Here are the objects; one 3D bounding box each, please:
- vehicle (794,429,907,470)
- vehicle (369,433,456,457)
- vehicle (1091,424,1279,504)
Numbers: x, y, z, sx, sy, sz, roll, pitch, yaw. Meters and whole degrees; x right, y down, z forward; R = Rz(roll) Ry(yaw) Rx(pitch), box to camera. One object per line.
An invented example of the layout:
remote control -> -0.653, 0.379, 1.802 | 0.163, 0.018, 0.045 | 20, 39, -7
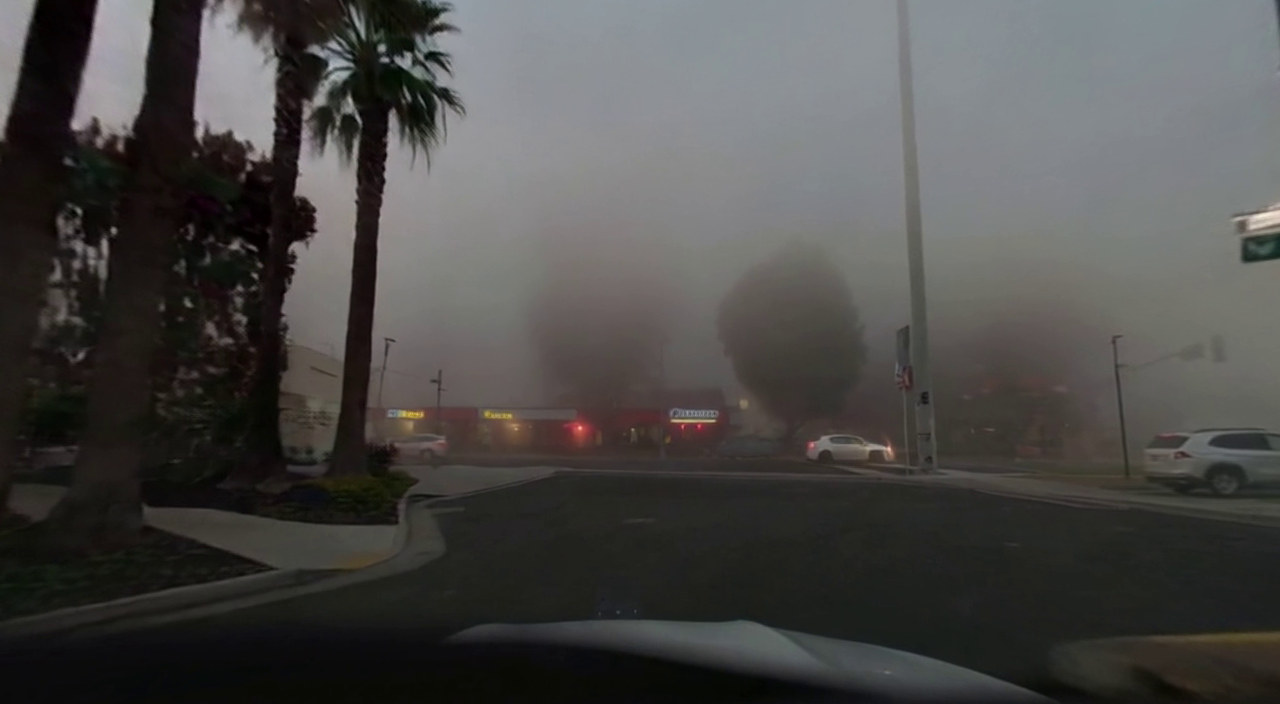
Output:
vehicle -> 9.335, 4.362, 28.291 | 4.211, 1.756, 2.158 | 1, -9, -4
vehicle -> -14.289, 5.869, 39.869 | 4.850, 1.472, 1.777 | 1, -9, -4
vehicle -> 13.195, 2.592, 14.986 | 1.870, 1.611, 3.978 | 1, -9, -3
